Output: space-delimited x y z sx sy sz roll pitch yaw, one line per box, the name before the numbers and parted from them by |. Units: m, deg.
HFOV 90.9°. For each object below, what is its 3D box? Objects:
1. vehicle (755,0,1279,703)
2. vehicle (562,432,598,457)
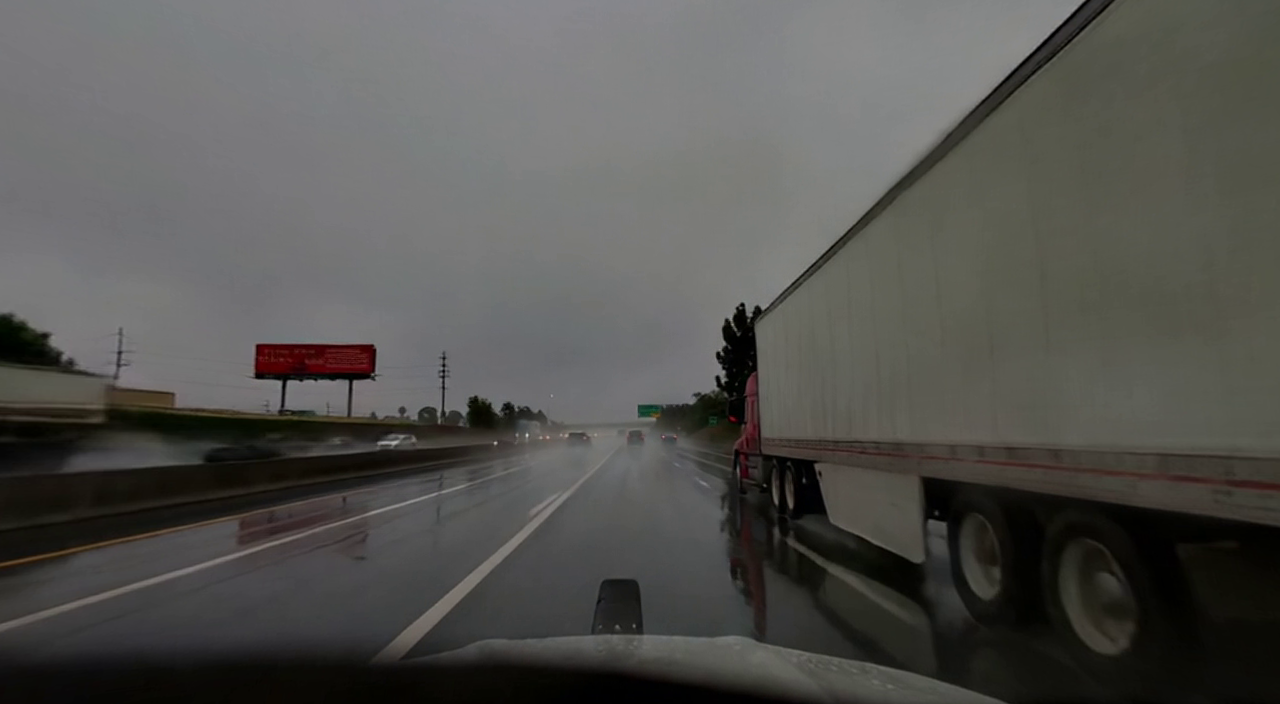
vehicle | 3.871 0.269 6.540 2.871 3.815 11.331 0 -8 -2
vehicle | -3.685 5.733 39.133 1.930 1.484 3.849 0 -8 -1
